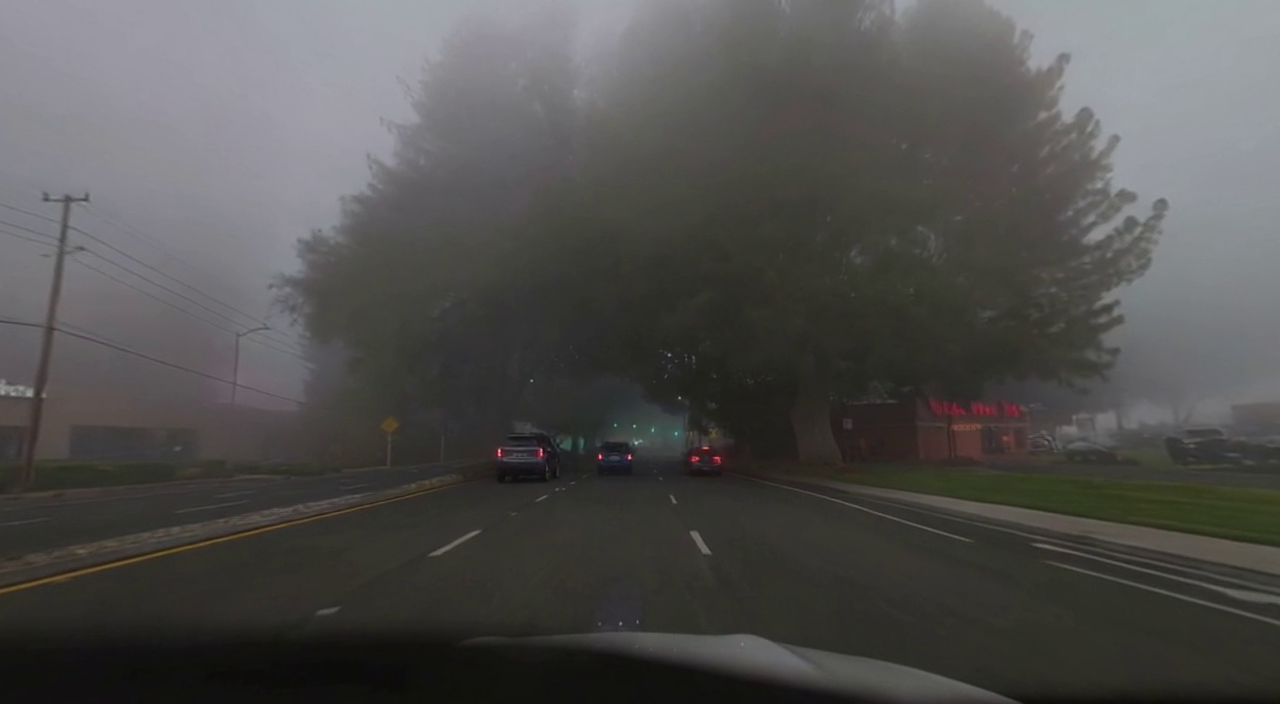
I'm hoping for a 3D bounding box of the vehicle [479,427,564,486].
[{"bbox_3d":[-4.401,4.012,24.508,2.252,1.999,5.605,0,-8,0],"label":"vehicle"}]

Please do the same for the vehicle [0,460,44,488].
[{"bbox_3d":[-38.706,7.448,38.677,1.871,1.468,4.670,4,-9,-27],"label":"vehicle"}]

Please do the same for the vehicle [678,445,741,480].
[{"bbox_3d":[3.089,5.049,29.201,2.207,1.447,4.418,0,-8,-3],"label":"vehicle"}]

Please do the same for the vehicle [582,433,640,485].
[{"bbox_3d":[-1.035,4.084,24.325,2.061,1.809,4.141,0,-8,-1],"label":"vehicle"}]
